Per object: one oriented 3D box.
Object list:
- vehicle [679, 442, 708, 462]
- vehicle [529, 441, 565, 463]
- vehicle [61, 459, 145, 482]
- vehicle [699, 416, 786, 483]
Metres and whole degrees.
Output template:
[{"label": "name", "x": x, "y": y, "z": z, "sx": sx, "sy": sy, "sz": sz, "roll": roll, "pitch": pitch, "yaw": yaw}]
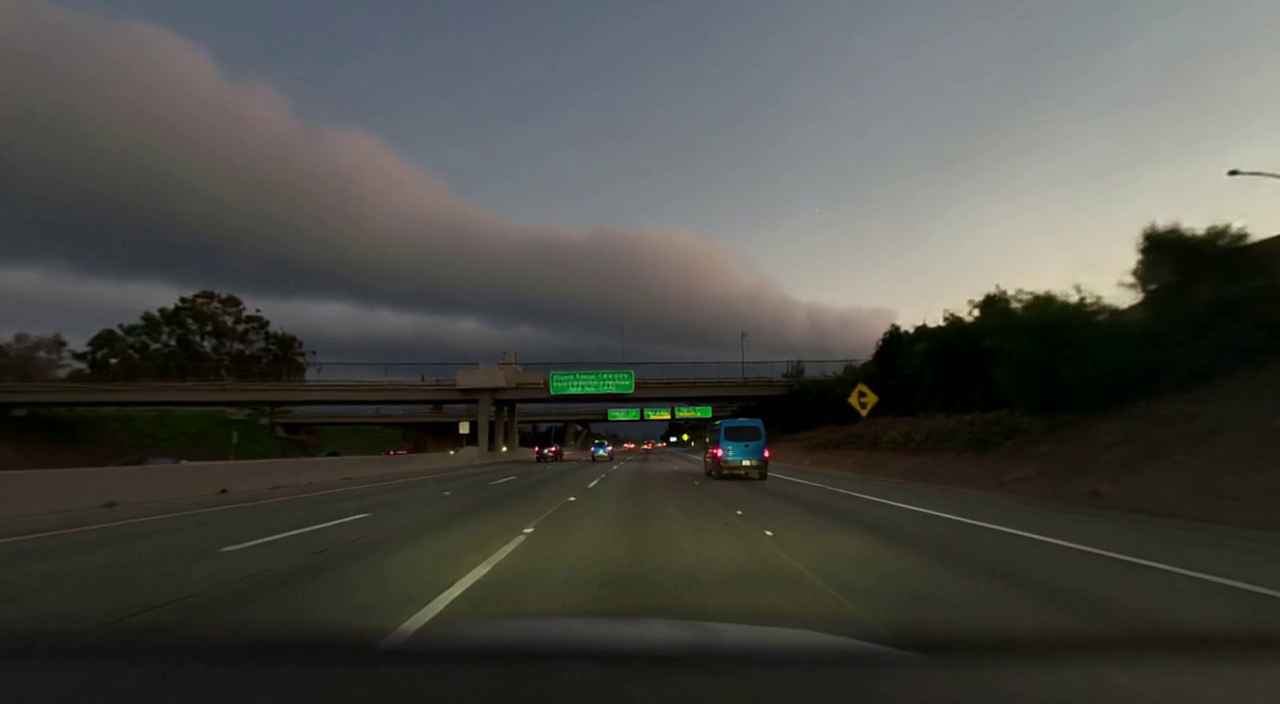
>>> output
[{"label": "vehicle", "x": 4.200, "y": 7.889, "z": 49.779, "sx": 1.883, "sy": 1.456, "sz": 4.044, "roll": 0, "pitch": -8, "yaw": -1}, {"label": "vehicle", "x": -7.246, "y": 7.873, "z": 49.695, "sx": 2.068, "sy": 1.632, "sz": 4.623, "roll": -1, "pitch": -8, "yaw": 1}, {"label": "vehicle", "x": -37.820, "y": 8.335, "z": 44.581, "sx": 1.866, "sy": 1.477, "sz": 4.659, "roll": 0, "pitch": -8, "yaw": 0}, {"label": "vehicle", "x": 3.767, "y": 3.739, "z": 24.323, "sx": 2.347, "sy": 2.234, "sz": 5.352, "roll": 0, "pitch": -8, "yaw": -1}]
